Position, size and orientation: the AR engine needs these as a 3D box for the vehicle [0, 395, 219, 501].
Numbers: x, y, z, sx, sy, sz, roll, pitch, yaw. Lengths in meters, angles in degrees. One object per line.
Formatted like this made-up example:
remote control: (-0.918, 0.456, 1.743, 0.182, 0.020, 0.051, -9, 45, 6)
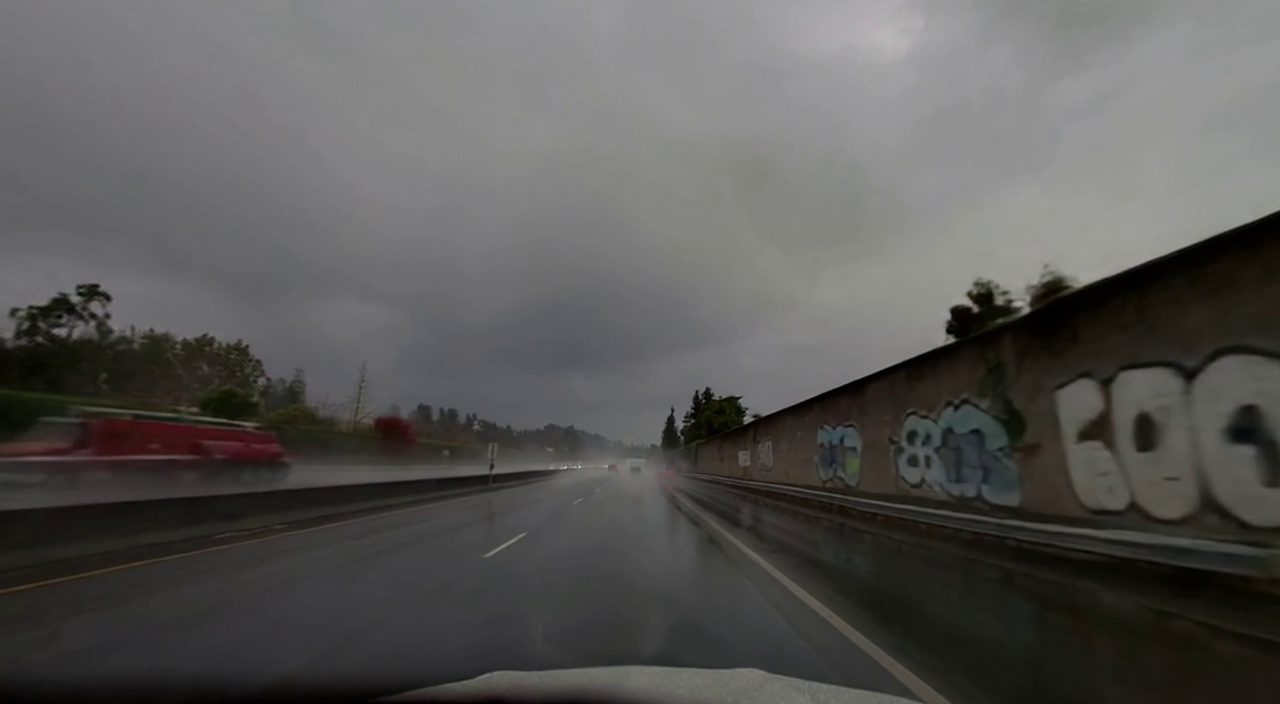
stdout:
vehicle: (-17.976, 3.114, 19.820, 3.126, 2.663, 9.061, 1, -10, 0)
